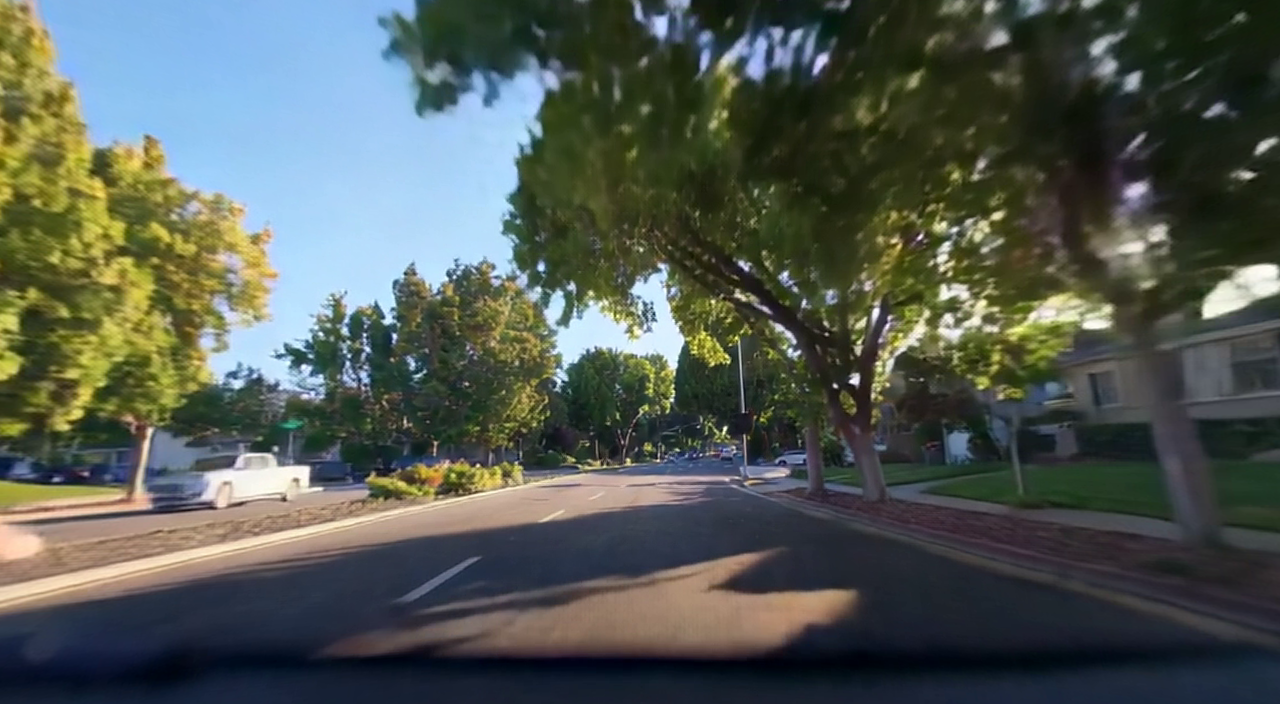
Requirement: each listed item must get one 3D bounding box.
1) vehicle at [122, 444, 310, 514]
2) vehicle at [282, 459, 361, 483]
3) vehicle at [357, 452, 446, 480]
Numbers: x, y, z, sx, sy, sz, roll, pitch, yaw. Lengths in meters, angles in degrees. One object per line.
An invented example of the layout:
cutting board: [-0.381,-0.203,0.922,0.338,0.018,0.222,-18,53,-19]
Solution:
vehicle: [-12.589,3.777,19.268,2.113,1.788,4.701,-3,-9,7]
vehicle: [-24.162,9.027,48.050,4.861,1.784,1.947,1,-9,-7]
vehicle: [-18.322,8.770,48.799,5.938,2.098,2.333,1,-9,-7]
